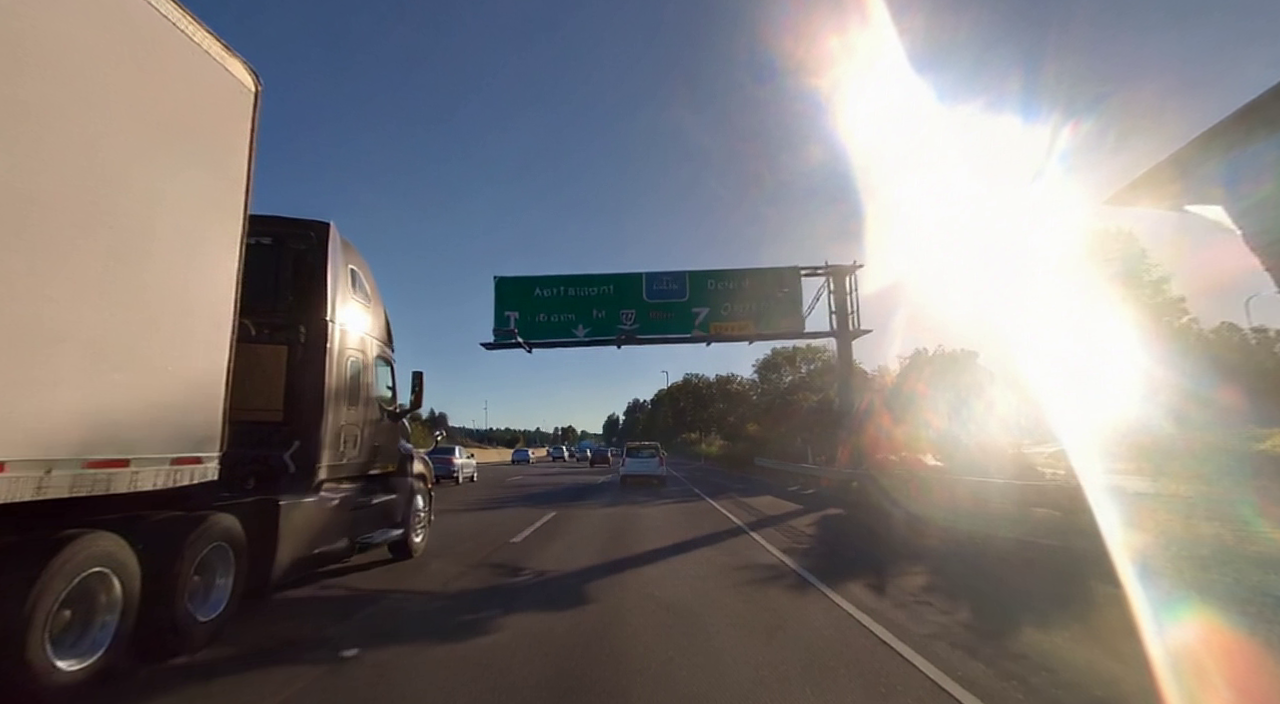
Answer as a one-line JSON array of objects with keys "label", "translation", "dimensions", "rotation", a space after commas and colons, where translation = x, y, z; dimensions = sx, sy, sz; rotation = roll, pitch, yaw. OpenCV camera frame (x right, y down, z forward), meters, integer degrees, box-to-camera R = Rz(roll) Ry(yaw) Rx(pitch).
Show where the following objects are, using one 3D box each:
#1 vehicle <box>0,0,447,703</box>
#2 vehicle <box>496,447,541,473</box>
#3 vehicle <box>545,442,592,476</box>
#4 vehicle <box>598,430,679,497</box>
[{"label": "vehicle", "translation": [-3.790, -0.287, 2.832], "dimensions": [2.990, 3.885, 8.540], "rotation": [0, -9, 1]}, {"label": "vehicle", "translation": [-7.296, 6.517, 38.254], "dimensions": [1.869, 1.466, 4.217], "rotation": [0, -9, 1]}, {"label": "vehicle", "translation": [-3.685, 5.594, 33.175], "dimensions": [1.952, 1.649, 4.131], "rotation": [0, -9, 0]}, {"label": "vehicle", "translation": [-0.002, 3.284, 18.845], "dimensions": [2.152, 1.779, 3.924], "rotation": [0, -9, 1]}]
